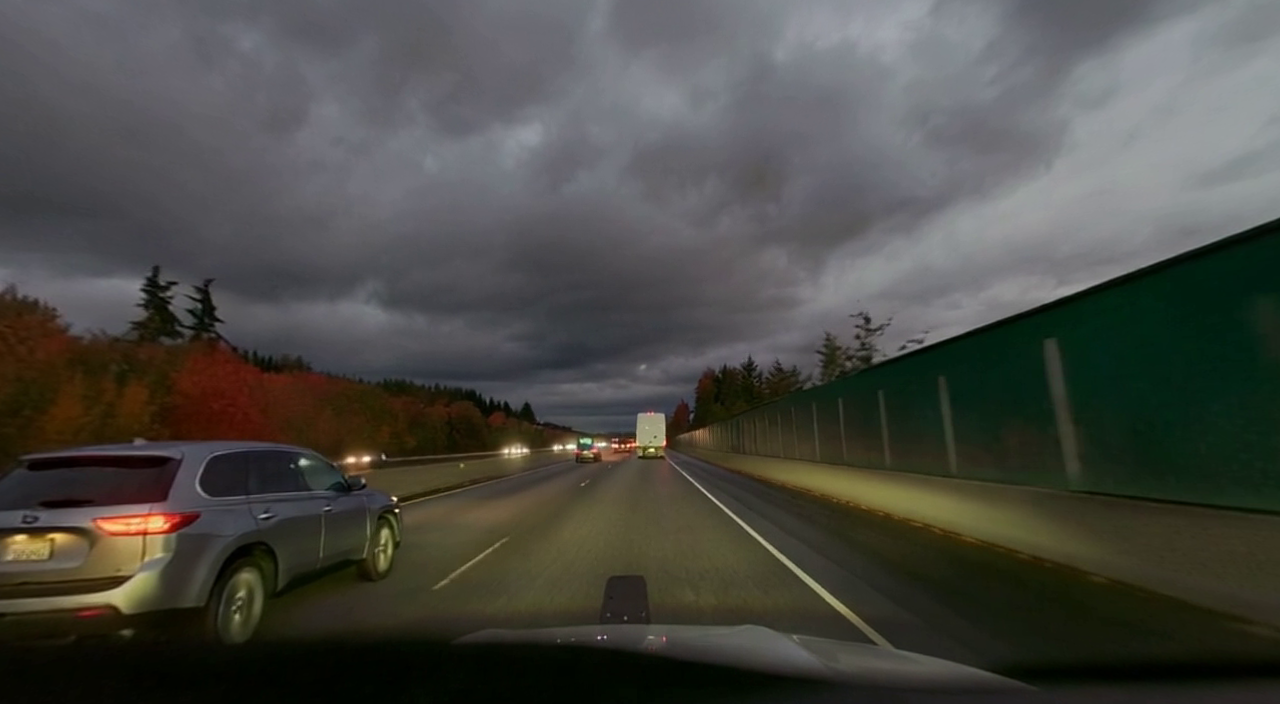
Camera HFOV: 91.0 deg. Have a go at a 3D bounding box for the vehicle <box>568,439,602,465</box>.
[{"bbox_3d":[-3.500,6.431,40.673,1.927,1.556,3.921,0,-8,-1],"label":"vehicle"}]
